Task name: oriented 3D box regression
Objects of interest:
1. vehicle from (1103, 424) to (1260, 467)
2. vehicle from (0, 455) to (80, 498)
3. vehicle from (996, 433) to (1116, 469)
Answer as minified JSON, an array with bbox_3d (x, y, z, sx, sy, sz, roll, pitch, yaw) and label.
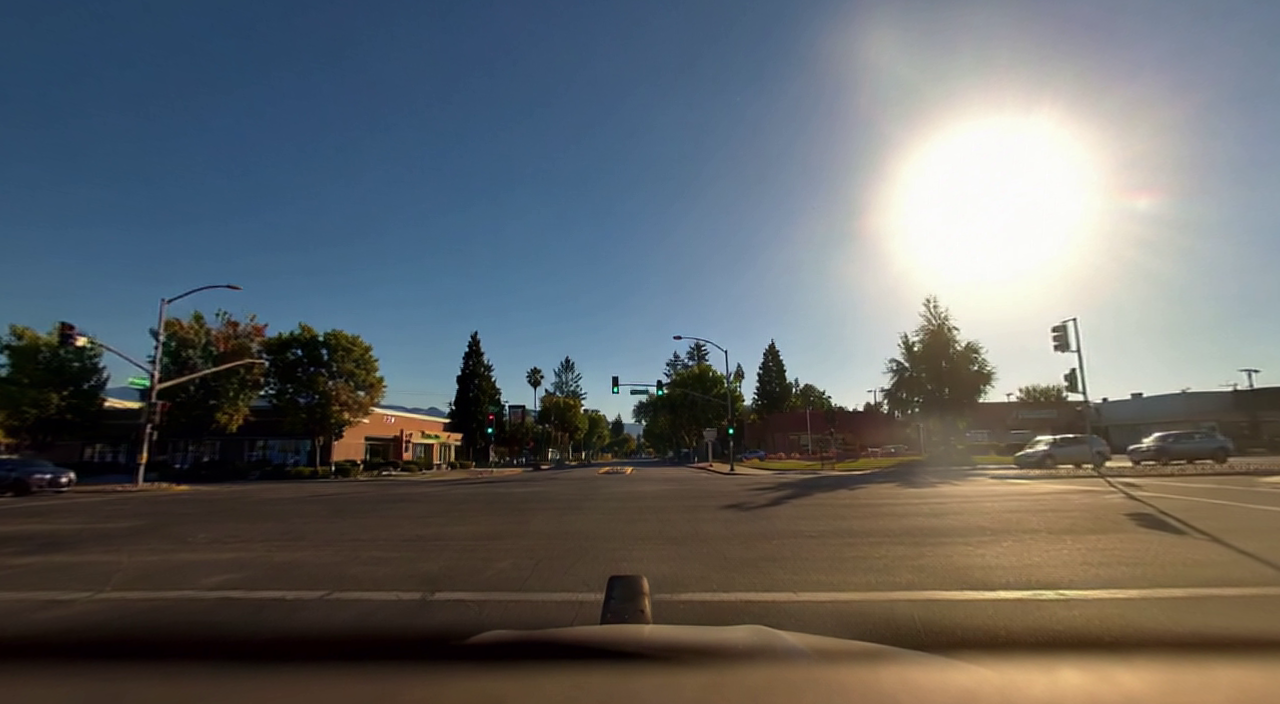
[{"bbox_3d":[21.109,3.659,24.732,4.288,1.600,1.927,0,-9,1],"label":"vehicle"},{"bbox_3d":[-25.237,4.876,24.958,4.332,1.573,1.900,0,-9,3],"label":"vehicle"},{"bbox_3d":[20.433,4.880,31.129,4.483,1.691,1.949,0,-9,1],"label":"vehicle"}]
